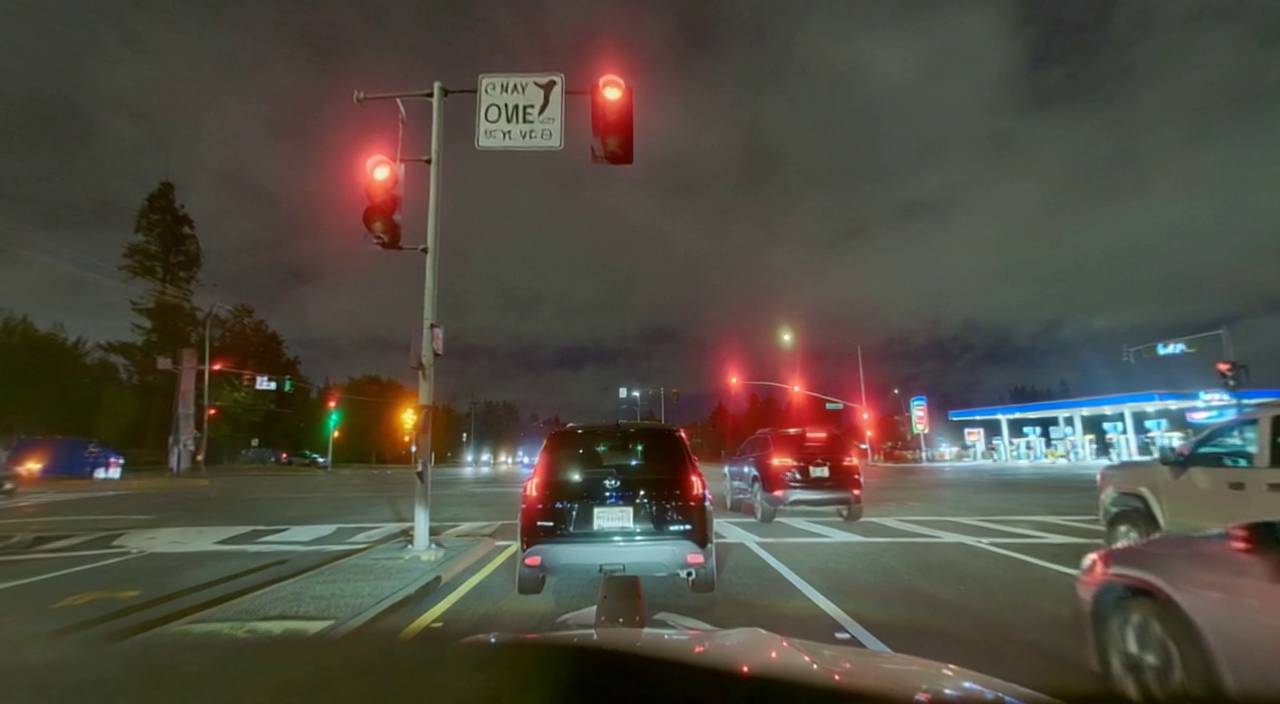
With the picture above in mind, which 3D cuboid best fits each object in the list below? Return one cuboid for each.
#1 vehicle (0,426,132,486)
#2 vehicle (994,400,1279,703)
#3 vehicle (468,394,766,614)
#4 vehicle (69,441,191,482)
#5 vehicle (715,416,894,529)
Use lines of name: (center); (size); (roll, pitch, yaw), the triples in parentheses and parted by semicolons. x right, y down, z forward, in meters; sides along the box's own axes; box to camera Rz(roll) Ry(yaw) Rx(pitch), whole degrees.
vehicle: (-28.956, 5.013, 30.574); (6.772, 2.769, 2.305); (-1, -9, 3)
vehicle: (3.089, 0.794, 1.405); (1.965, 1.460, 4.581); (0, -9, 0)
vehicle: (-0.212, 1.553, 7.406); (2.351, 1.733, 4.616); (0, -9, -1)
vehicle: (-26.650, 5.725, 33.130); (4.658, 1.911, 2.162); (-2, -9, 5)
vehicle: (2.890, 2.244, 12.335); (2.060, 1.783, 4.411); (0, -9, -3)
